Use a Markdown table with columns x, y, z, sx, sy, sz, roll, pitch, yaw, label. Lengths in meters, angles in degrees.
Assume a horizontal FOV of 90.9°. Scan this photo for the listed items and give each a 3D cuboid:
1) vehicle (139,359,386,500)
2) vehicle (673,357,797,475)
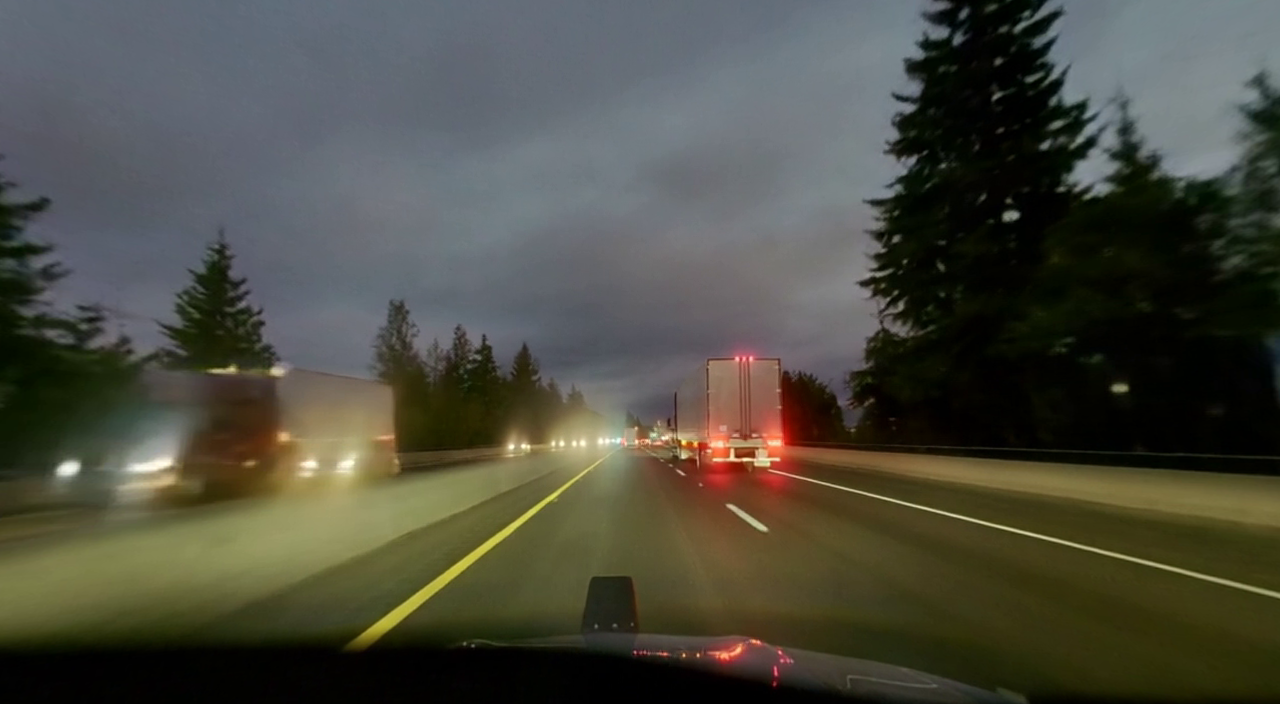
| x | y | z | sx | sy | sz | roll | pitch | yaw | label |
| --- | --- | --- | --- | --- | --- | --- | --- | --- | --- |
| -12.849 | 2.883 | 23.179 | 2.952 | 4.048 | 10.005 | 0 | -8 | -1 | vehicle |
| 3.560 | 3.070 | 28.205 | 3.038 | 3.975 | 13.887 | 0 | -8 | -1 | vehicle |
